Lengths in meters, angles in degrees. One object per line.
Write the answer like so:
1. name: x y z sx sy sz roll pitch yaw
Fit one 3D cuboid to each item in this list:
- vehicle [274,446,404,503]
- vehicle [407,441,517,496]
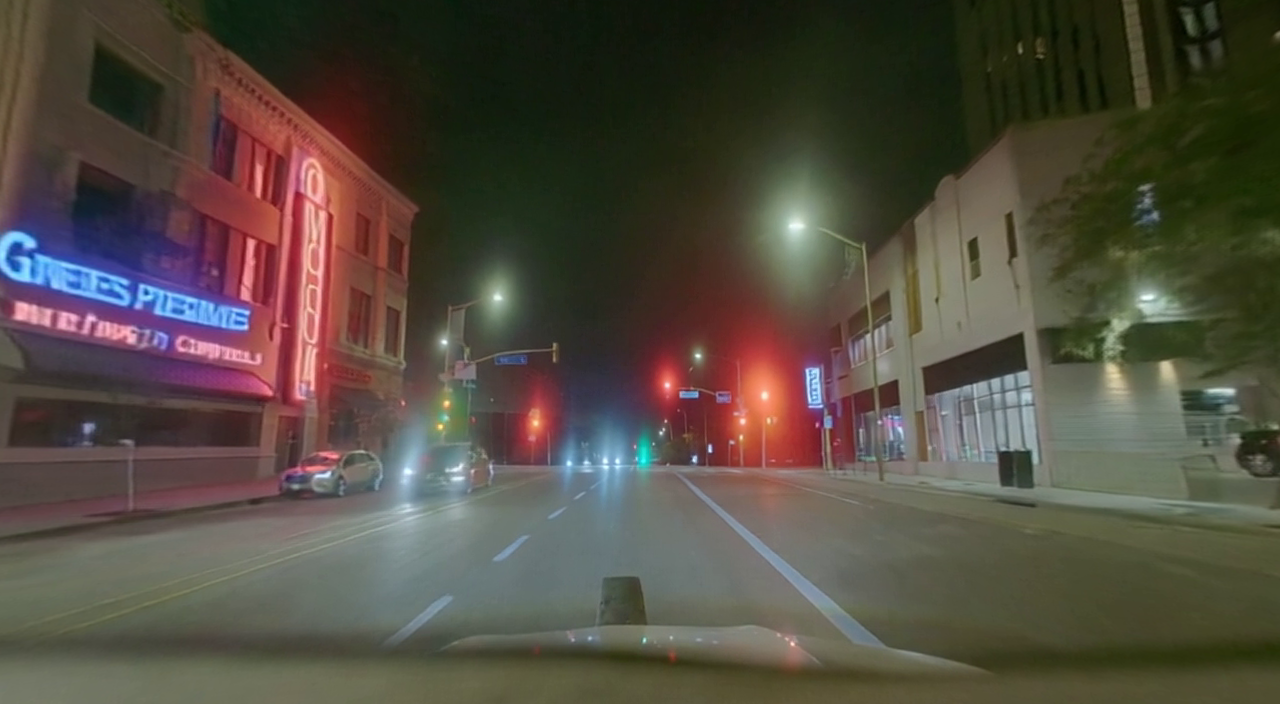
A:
1. vehicle: -9.194 3.736 19.756 1.908 1.529 4.522 0 -8 -1
2. vehicle: -5.341 3.527 19.578 1.984 1.489 4.515 0 -8 2
